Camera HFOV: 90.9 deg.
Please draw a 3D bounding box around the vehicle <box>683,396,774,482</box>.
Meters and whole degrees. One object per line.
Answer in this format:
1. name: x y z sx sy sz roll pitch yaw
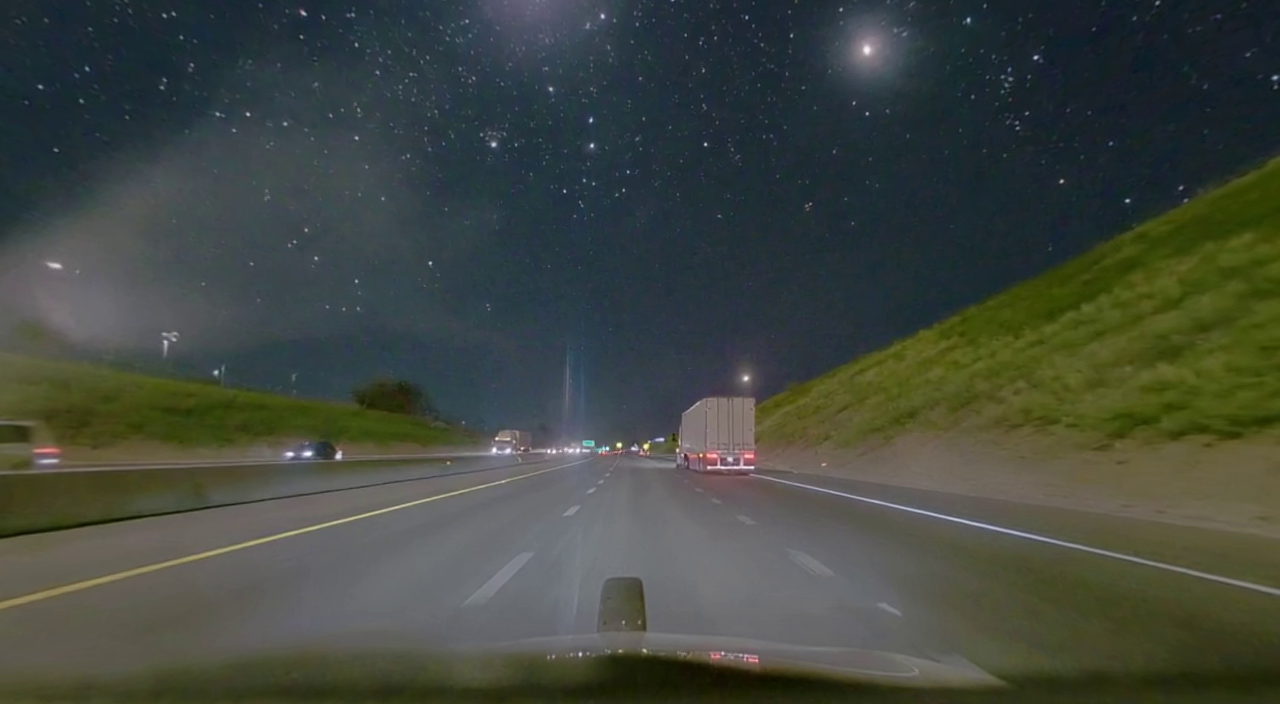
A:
1. vehicle: 4.137 4.586 32.559 2.876 3.586 11.726 0 -9 0
